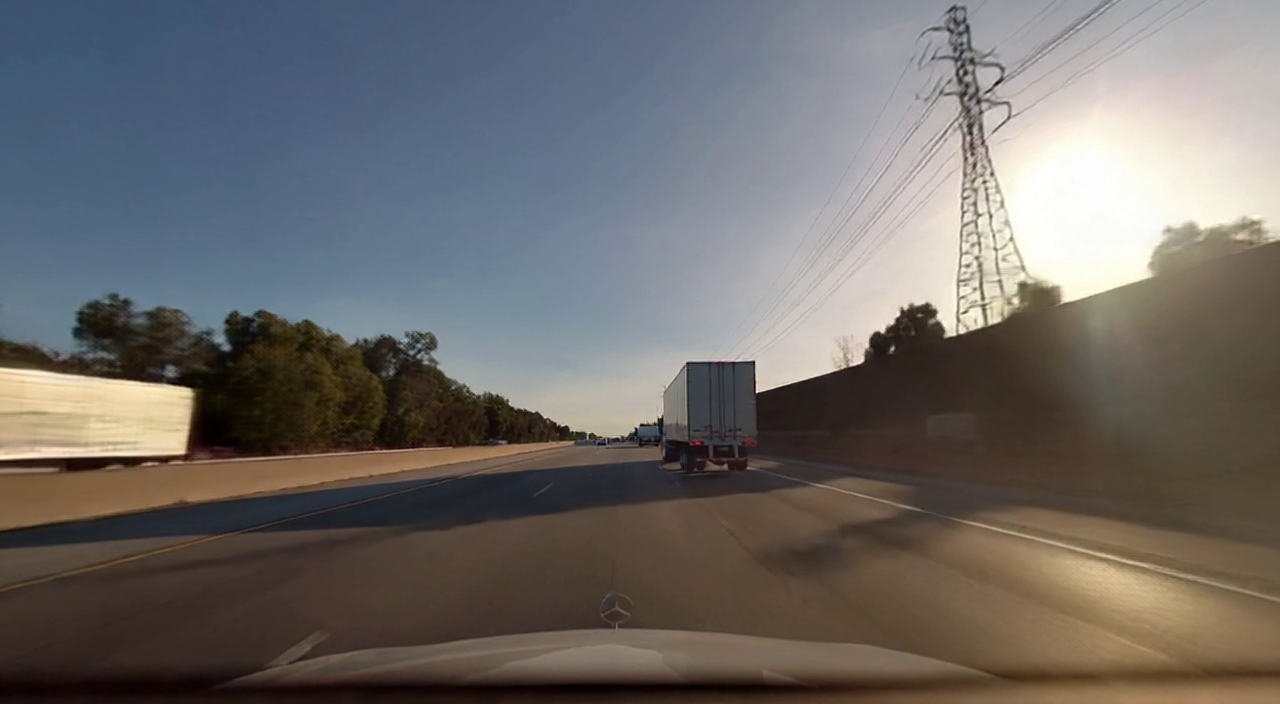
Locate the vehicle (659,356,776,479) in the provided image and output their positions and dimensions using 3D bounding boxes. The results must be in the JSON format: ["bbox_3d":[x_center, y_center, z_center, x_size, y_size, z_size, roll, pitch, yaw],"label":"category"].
[{"bbox_3d":[2.784,3.132,28.161,2.905,4.080,14.157,0,-8,-2],"label":"vehicle"}]

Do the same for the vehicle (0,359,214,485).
[{"bbox_3d":[-20.275,2.282,20.065,3.034,3.645,15.090,0,-8,0],"label":"vehicle"}]
